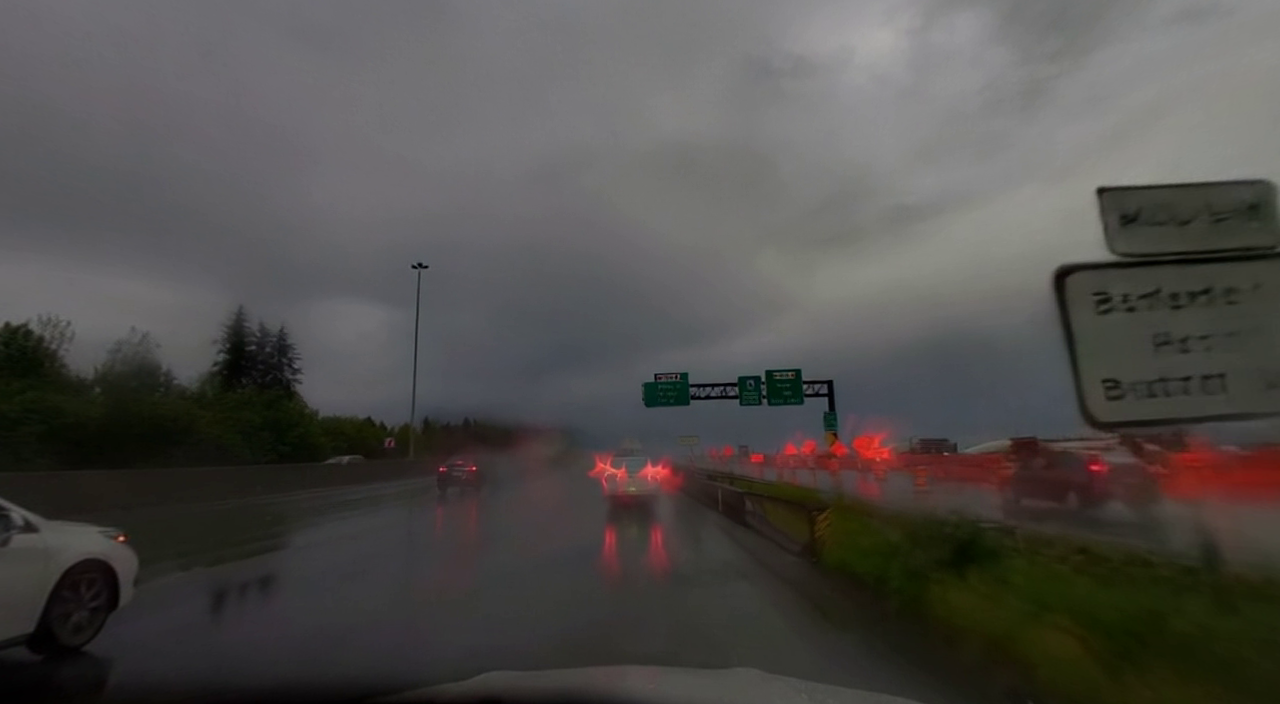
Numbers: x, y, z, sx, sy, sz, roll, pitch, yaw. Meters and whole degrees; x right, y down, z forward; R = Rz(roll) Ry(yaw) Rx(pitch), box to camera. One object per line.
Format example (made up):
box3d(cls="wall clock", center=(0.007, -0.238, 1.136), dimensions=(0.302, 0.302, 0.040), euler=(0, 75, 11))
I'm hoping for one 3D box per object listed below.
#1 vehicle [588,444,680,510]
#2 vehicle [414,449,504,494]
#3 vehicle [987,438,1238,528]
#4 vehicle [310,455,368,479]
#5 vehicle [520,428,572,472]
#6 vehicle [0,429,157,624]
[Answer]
box3d(cls="vehicle", center=(-0.193, 3.113, 16.075), dimensions=(2.080, 1.451, 3.512), euler=(0, -9, -2))
box3d(cls="vehicle", center=(-6.292, 4.165, 22.332), dimensions=(2.063, 1.417, 4.000), euler=(0, -9, -1))
box3d(cls="vehicle", center=(8.921, 2.463, 12.363), dimensions=(1.871, 1.460, 3.754), euler=(0, -9, -3))
box3d(cls="vehicle", center=(-19.396, 7.398, 40.673), dimensions=(1.815, 1.416, 4.035), euler=(0, -9, -2))
box3d(cls="vehicle", center=(-6.127, 6.486, 41.771), dimensions=(2.326, 2.645, 6.249), euler=(-1, -9, 2))
box3d(cls="vehicle", center=(-5.847, 1.232, 4.077), dimensions=(1.892, 1.481, 4.573), euler=(0, -9, -2))
